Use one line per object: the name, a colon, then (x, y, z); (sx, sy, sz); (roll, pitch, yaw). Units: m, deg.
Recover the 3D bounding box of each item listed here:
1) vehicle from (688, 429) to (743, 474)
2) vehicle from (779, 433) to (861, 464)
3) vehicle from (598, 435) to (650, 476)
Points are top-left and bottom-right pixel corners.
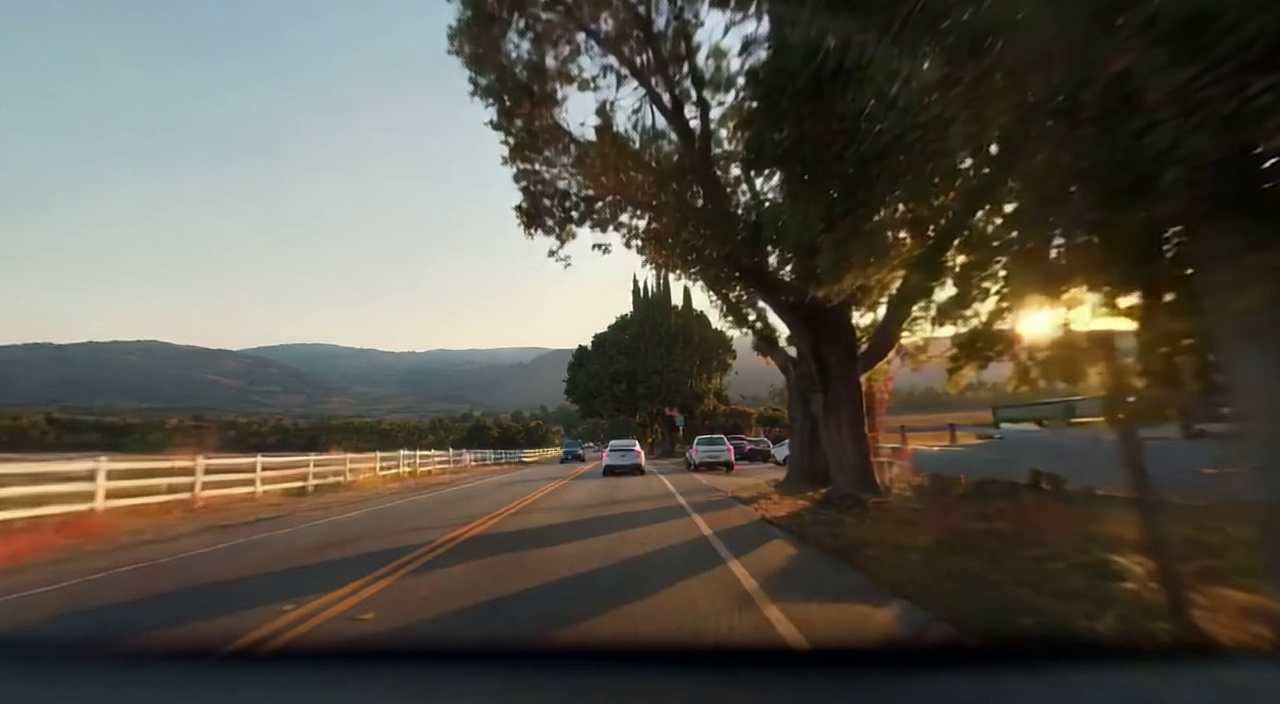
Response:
vehicle: (3.559, 4.747, 30.287); (2.348, 1.969, 5.269); (-1, -9, 5)
vehicle: (9.702, 5.267, 34.436); (1.975, 1.545, 4.333); (3, -9, -22)
vehicle: (-0.662, 4.613, 28.334); (2.158, 1.669, 4.006); (0, -8, 0)
